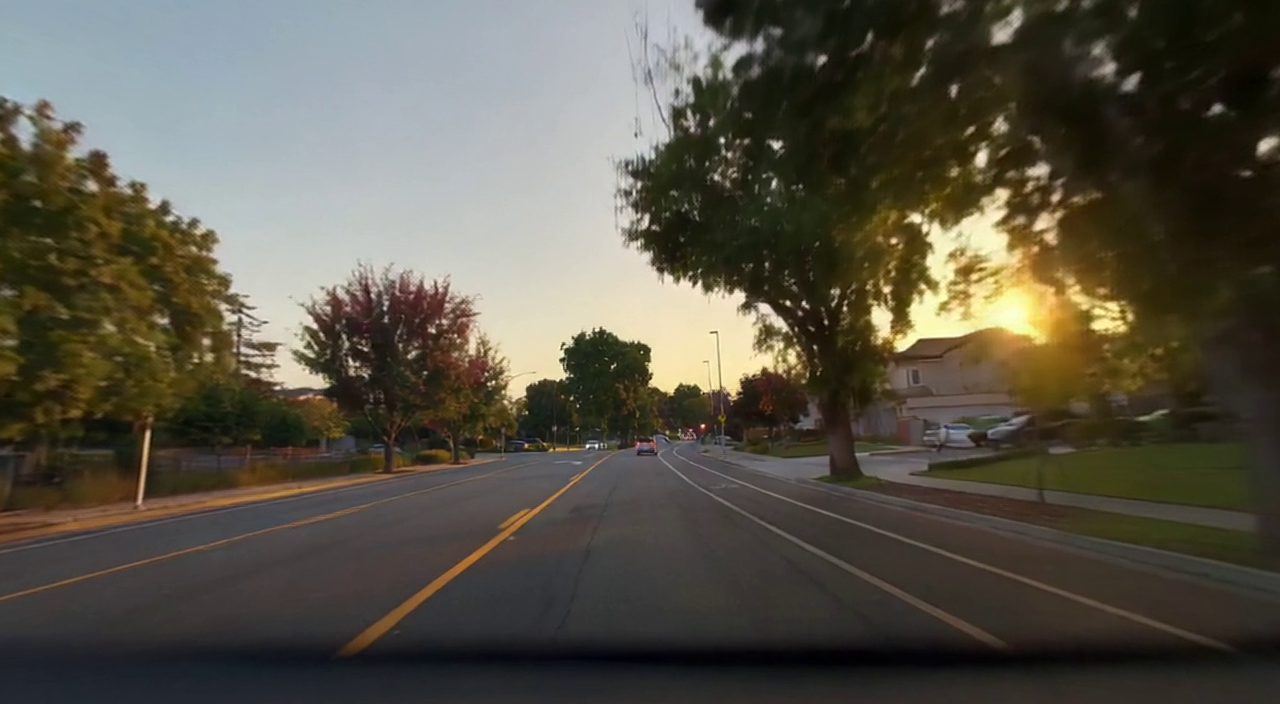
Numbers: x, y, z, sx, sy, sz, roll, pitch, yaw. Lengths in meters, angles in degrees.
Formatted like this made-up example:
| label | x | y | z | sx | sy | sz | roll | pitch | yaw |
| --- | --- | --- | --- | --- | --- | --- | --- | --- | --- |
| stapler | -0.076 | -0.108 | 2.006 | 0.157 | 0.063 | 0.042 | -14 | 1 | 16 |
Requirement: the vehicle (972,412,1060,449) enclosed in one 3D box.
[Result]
| label | x | y | z | sx | sy | sz | roll | pitch | yaw |
| --- | --- | --- | --- | --- | --- | --- | --- | --- | --- |
| vehicle | 19.727 | 4.188 | 33.365 | 1.924 | 1.703 | 4.254 | -3 | -9 | 0 |
